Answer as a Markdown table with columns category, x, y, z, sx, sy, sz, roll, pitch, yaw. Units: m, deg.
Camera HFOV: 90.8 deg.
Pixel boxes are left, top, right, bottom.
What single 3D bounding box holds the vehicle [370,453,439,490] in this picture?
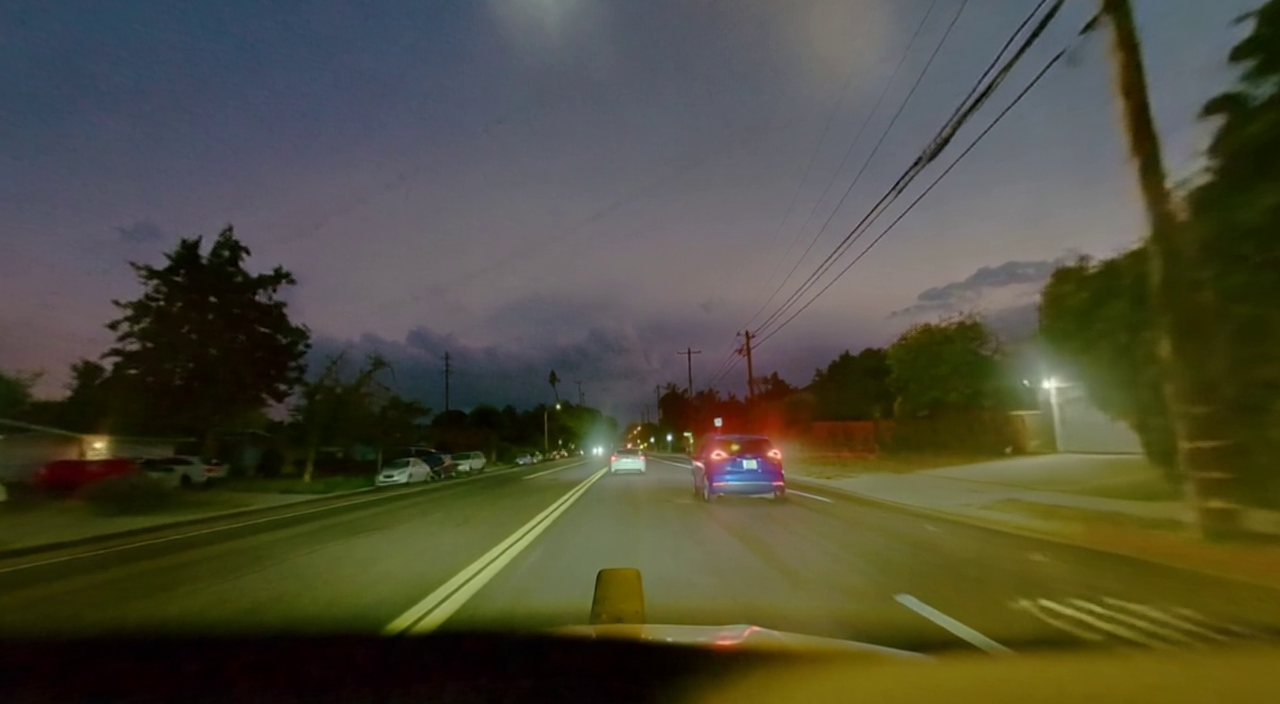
| category | x | y | z | sx | sy | sz | roll | pitch | yaw |
| --- | --- | --- | --- | --- | --- | --- | --- | --- | --- |
| vehicle | -12.327 | 6.245 | 33.372 | 2.044 | 1.534 | 4.554 | -5 | -8 | -2 |

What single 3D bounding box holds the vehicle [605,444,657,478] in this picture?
| category | x | y | z | sx | sy | sz | roll | pitch | yaw |
| --- | --- | --- | --- | --- | --- | --- | --- | --- | --- |
| vehicle | -0.413 | 4.946 | 28.942 | 2.196 | 1.449 | 4.006 | 0 | -8 | -1 |

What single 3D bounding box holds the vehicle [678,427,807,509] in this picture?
| category | x | y | z | sx | sy | sz | roll | pitch | yaw |
| --- | --- | --- | --- | --- | --- | --- | --- | --- | --- |
| vehicle | 2.380 | 2.872 | 16.150 | 2.200 | 1.763 | 4.676 | 1 | -8 | -4 |

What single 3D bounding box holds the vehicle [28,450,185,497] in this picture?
| category | x | y | z | sx | sy | sz | roll | pitch | yaw |
| --- | --- | --- | --- | --- | --- | --- | --- | --- | --- |
| vehicle | -21.054 | 4.776 | 25.089 | 4.240 | 1.717 | 2.043 | 0 | -9 | -2 |

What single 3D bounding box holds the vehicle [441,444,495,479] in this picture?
| category | x | y | z | sx | sy | sz | roll | pitch | yaw |
| --- | --- | --- | --- | --- | --- | --- | --- | --- | --- |
| vehicle | -12.390 | 7.850 | 45.786 | 2.504 | 2.031 | 5.237 | -8 | -8 | -4 |
